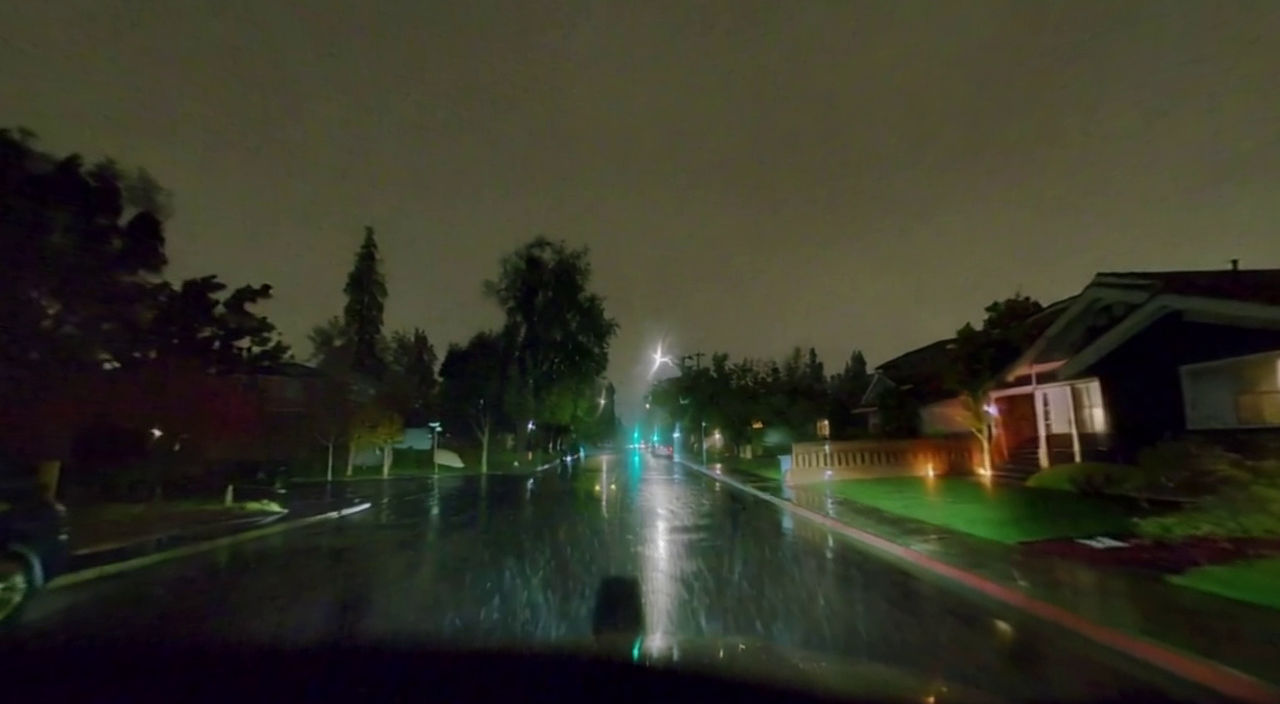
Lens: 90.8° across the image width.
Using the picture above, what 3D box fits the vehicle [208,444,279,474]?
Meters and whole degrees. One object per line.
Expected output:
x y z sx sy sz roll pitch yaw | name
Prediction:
-27.894 7.523 44.670 1.906 2.020 5.006 0 -9 -3 | vehicle

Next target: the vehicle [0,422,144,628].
-6.485 1.321 4.350 2.078 1.745 5.119 0 -9 -2 | vehicle

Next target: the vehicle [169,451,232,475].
-30.730 7.743 44.338 1.858 1.538 4.217 1 -9 -8 | vehicle
